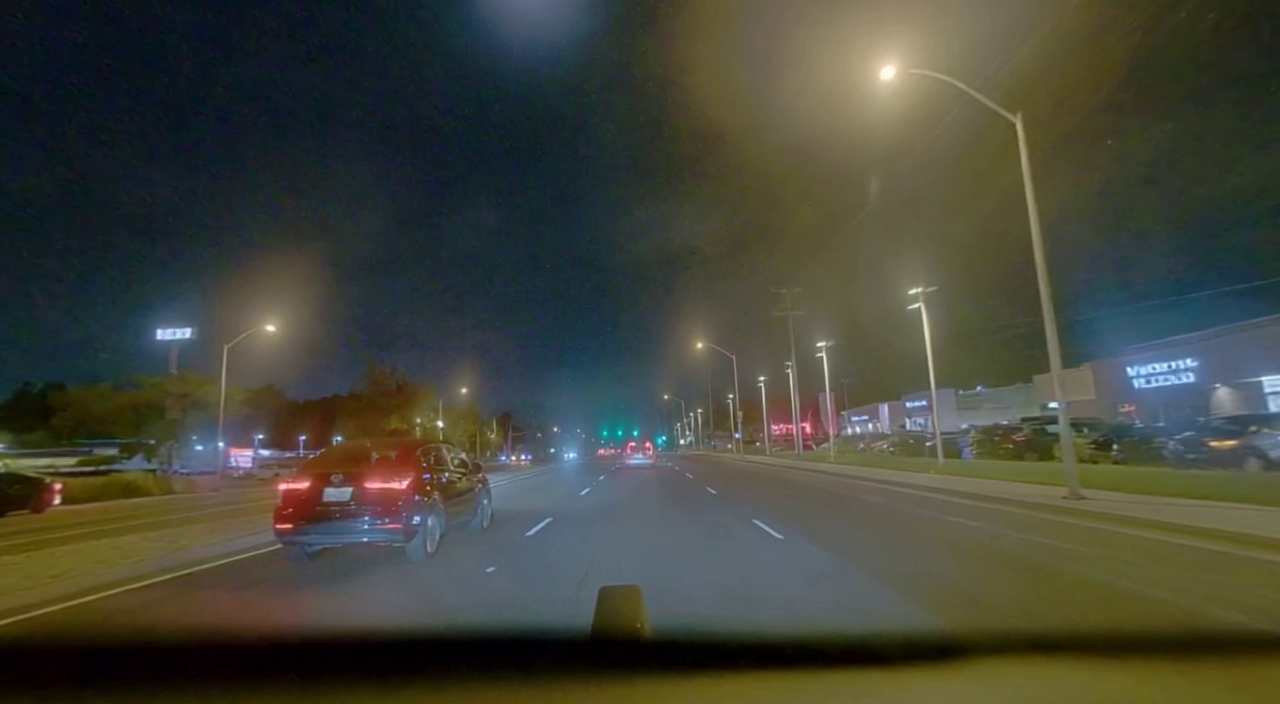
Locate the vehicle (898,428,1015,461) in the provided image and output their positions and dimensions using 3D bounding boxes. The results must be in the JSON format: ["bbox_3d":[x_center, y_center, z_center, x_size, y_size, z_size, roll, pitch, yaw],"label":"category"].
[{"bbox_3d":[14.682,4.326,29.417,4.363,1.485,1.964,0,-9,1],"label":"vehicle"}]

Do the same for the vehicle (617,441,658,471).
[{"bbox_3d":[-0.136,5.460,33.201,2.019,1.459,4.005,0,-9,-1],"label":"vehicle"}]

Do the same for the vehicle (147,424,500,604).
[{"bbox_3d":[-3.154,1.690,7.524,1.939,1.496,4.309,0,-9,1],"label":"vehicle"}]
